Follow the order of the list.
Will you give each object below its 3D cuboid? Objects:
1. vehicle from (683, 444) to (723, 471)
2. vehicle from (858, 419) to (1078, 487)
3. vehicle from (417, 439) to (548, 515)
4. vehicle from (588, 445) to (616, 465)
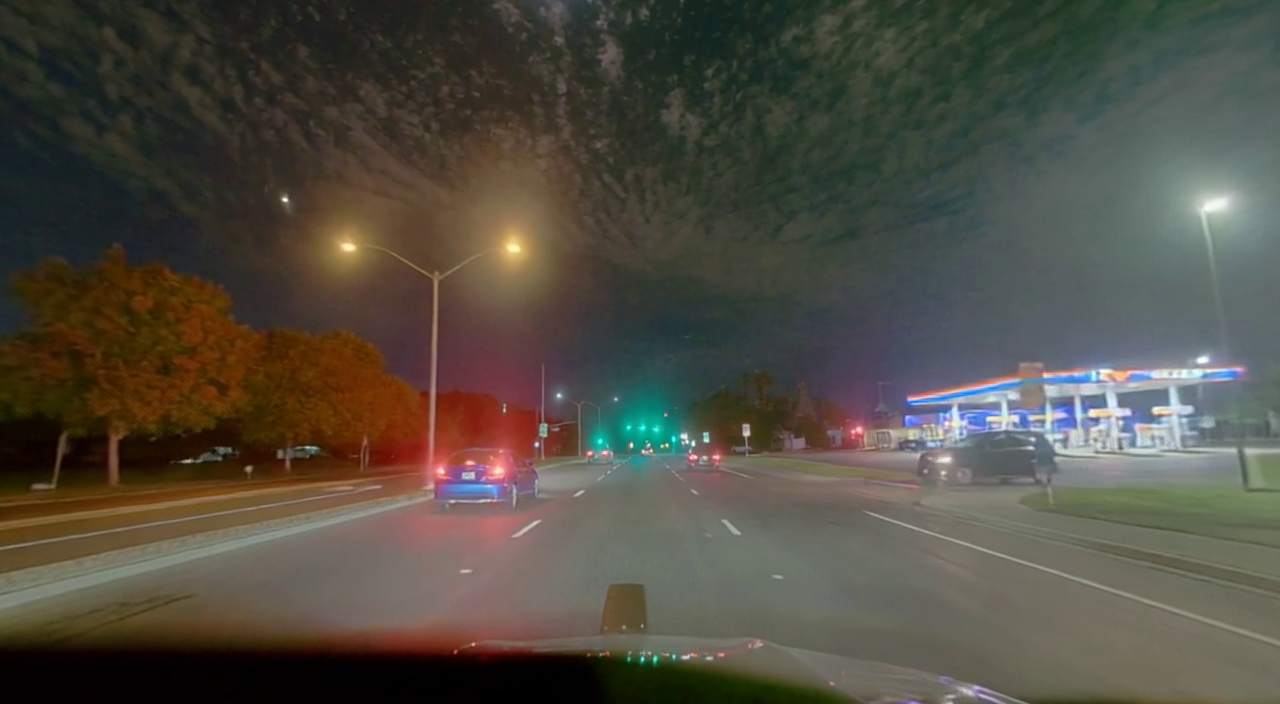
[{"bbox_3d":[3.635,6.146,36.894,1.883,1.465,3.975,0,-8,0],"label":"vehicle"},{"bbox_3d":[10.712,3.373,21.035,5.931,1.872,2.264,-3,-9,3],"label":"vehicle"},{"bbox_3d":[-3.417,2.782,14.597,1.803,1.463,4.422,0,-8,1],"label":"vehicle"},{"bbox_3d":[-2.953,8.017,49.300,1.841,1.474,4.038,0,-8,1],"label":"vehicle"}]
